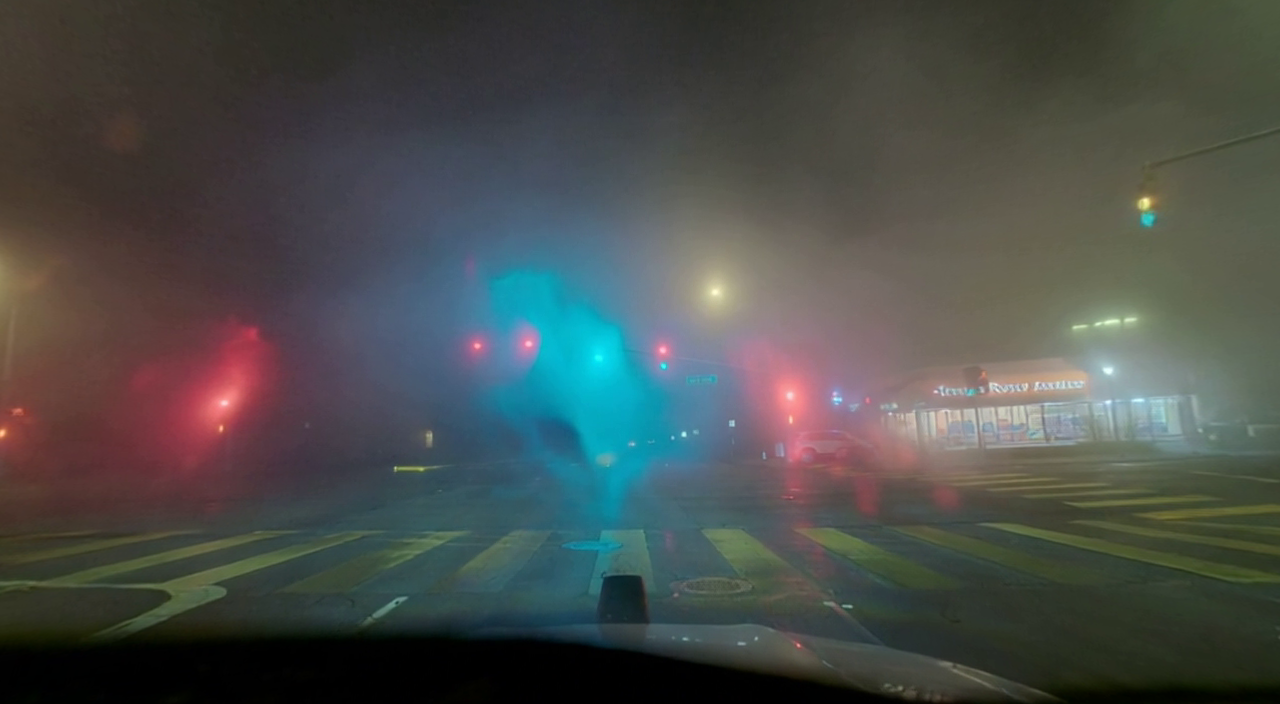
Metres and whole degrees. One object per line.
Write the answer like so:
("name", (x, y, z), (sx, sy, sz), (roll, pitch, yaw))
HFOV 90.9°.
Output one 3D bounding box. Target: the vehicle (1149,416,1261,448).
("vehicle", (28.271, 4.075, 31.724), (1.799, 1.459, 4.266), (0, -8, 3))
